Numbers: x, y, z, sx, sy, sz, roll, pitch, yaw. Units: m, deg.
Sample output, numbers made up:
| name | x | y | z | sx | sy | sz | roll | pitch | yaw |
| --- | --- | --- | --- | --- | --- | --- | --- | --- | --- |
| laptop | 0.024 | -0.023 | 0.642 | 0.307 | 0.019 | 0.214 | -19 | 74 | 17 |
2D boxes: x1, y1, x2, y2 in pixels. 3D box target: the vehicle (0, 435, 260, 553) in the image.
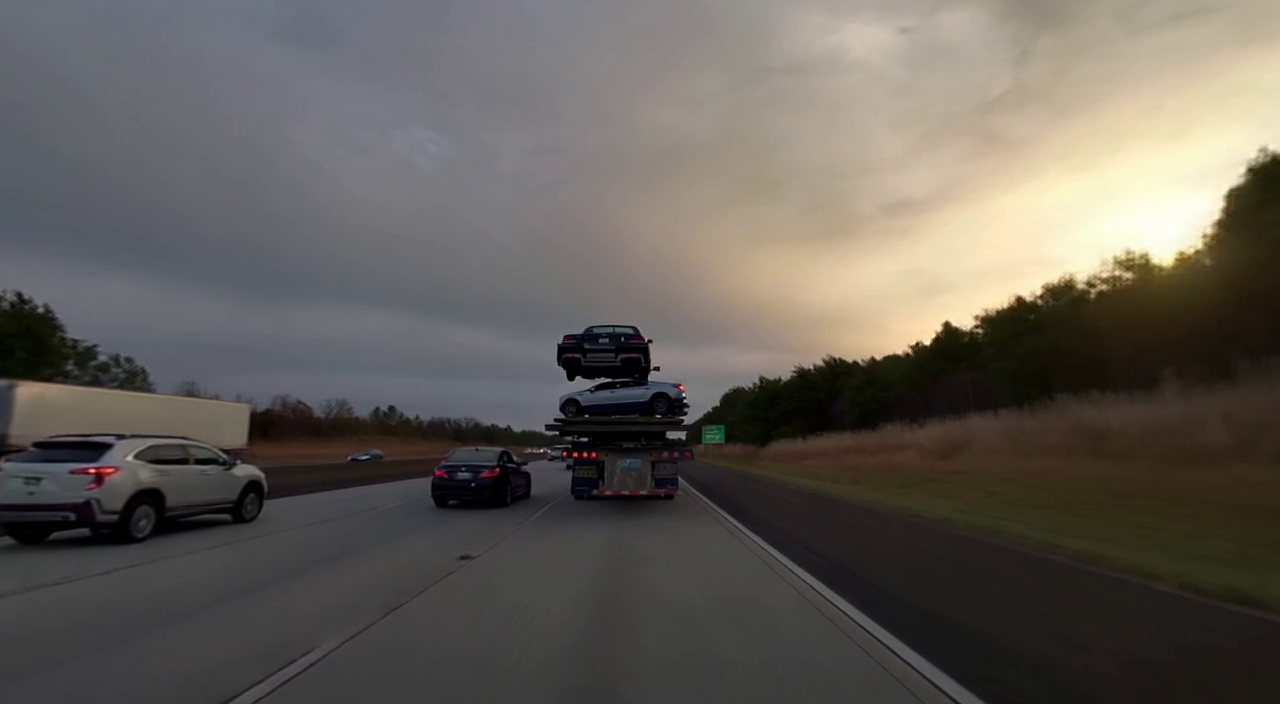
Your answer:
| name | x | y | z | sx | sy | sz | roll | pitch | yaw |
| --- | --- | --- | --- | --- | --- | --- | --- | --- | --- |
| vehicle | -8.342 | 2.158 | 10.215 | 1.888 | 1.507 | 3.949 | 0 | -9 | 0 |

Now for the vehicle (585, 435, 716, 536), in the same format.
| name | x | y | z | sx | sy | sz | roll | pitch | yaw |
| --- | --- | --- | --- | --- | --- | --- | --- | --- | --- |
| vehicle | 0.162 | 2.308 | 11.391 | 1.991 | 1.507 | 3.391 | 0 | -9 | 0 |

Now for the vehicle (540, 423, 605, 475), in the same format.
| name | x | y | z | sx | sy | sz | roll | pitch | yaw |
| --- | --- | --- | --- | --- | --- | --- | --- | --- | --- |
| vehicle | -2.302 | 3.379 | 22.011 | 2.031 | 1.594 | 4.103 | 1 | -9 | -5 |

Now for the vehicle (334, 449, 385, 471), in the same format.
| name | x | y | z | sx | sy | sz | roll | pitch | yaw |
| --- | --- | --- | --- | --- | --- | --- | --- | --- | --- |
| vehicle | -19.097 | 7.352 | 43.087 | 1.852 | 1.424 | 3.430 | 0 | -9 | 0 |

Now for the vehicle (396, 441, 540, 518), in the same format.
| name | x | y | z | sx | sy | sz | roll | pitch | yaw |
| --- | --- | --- | --- | --- | --- | --- | --- | --- | --- |
| vehicle | -3.694 | 2.828 | 14.523 | 1.947 | 1.470 | 4.526 | 0 | -9 | 1 |
